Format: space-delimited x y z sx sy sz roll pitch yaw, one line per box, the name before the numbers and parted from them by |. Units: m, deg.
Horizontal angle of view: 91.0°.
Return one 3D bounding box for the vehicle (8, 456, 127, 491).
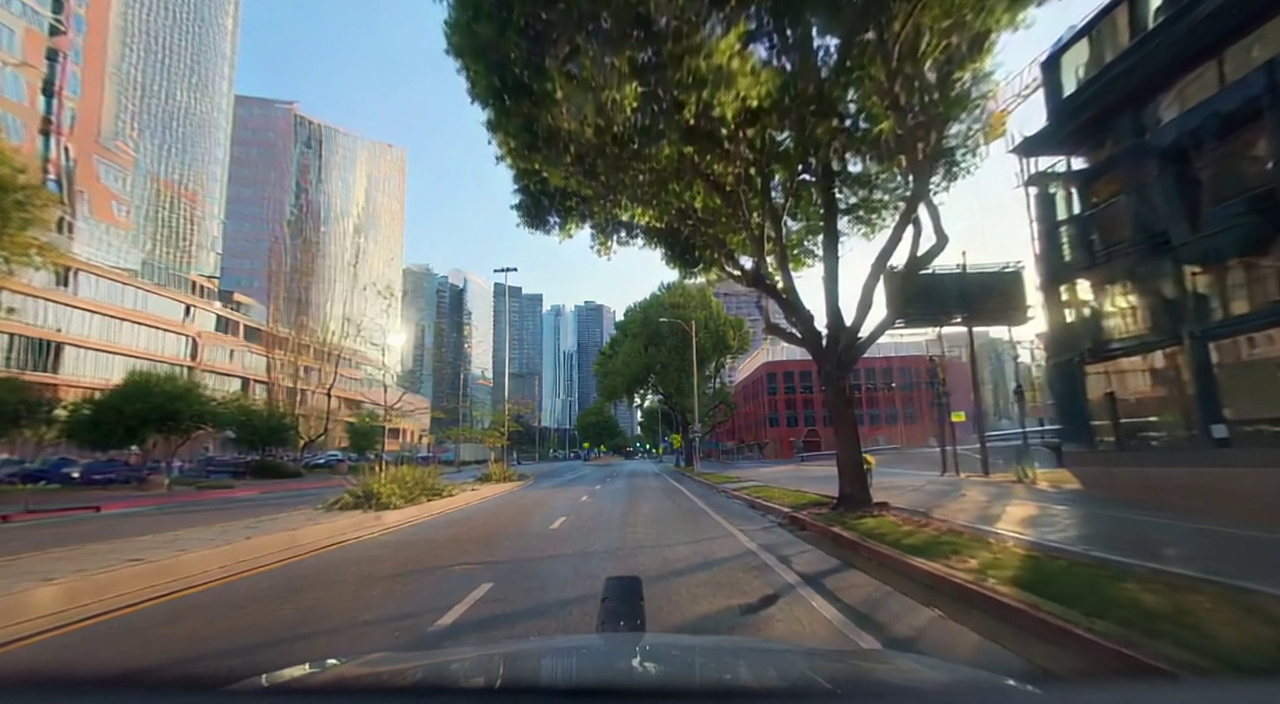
vehicle | -25.665 5.450 28.300 3.580 1.435 1.805 0 -9 2
